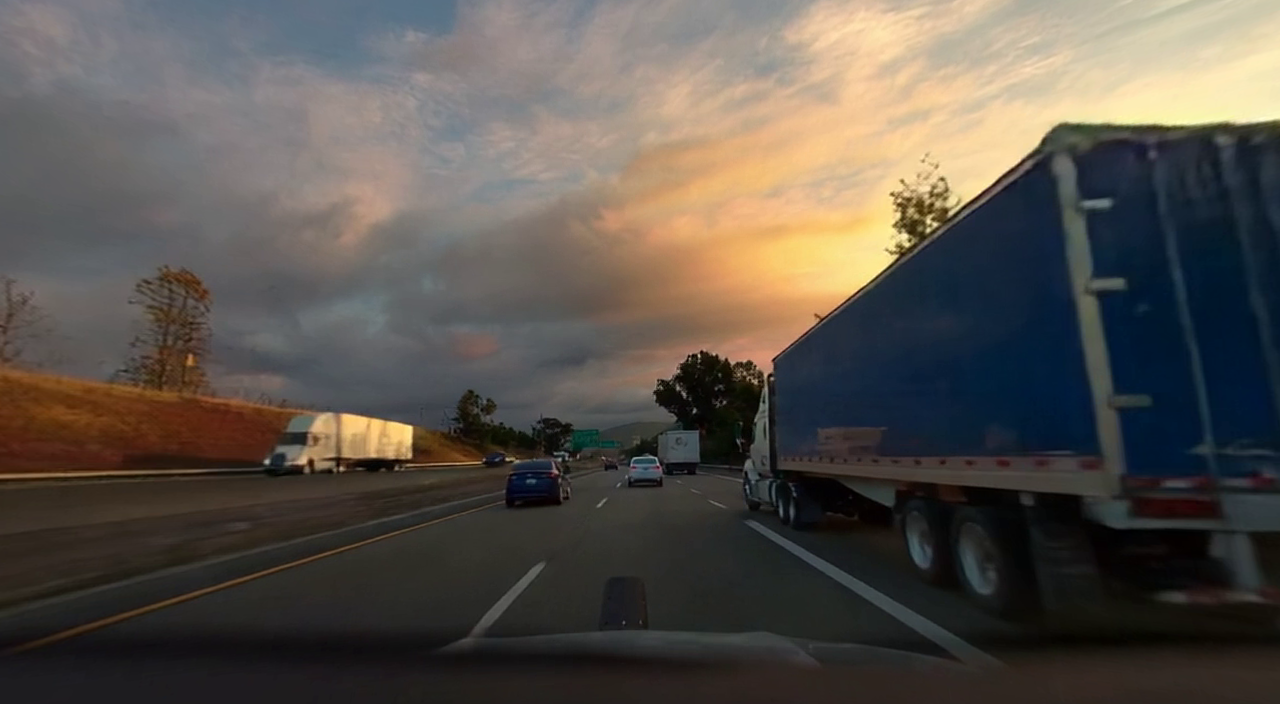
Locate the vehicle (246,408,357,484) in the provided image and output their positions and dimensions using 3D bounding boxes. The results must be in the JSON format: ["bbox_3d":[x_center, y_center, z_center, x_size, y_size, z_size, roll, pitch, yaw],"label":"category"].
[{"bbox_3d":[-19.597,5.526,37.004,3.015,4.041,5.879,0,-9,0],"label":"vehicle"}]

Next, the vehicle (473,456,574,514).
[{"bbox_3d":[-3.281,3.846,18.657,2.105,1.467,4.099,0,-9,1],"label":"vehicle"}]

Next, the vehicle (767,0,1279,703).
[{"bbox_3d":[4.759,1.021,9.789,2.877,4.035,13.897,0,-9,1],"label":"vehicle"}]

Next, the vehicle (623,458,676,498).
[{"bbox_3d":[0.374,5.256,26.650,2.089,1.516,4.191,0,-9,0],"label":"vehicle"}]

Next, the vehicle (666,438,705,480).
[{"bbox_3d":[3.582,8.227,48.397,2.650,2.978,6.937,-1,-10,6],"label":"vehicle"}]
